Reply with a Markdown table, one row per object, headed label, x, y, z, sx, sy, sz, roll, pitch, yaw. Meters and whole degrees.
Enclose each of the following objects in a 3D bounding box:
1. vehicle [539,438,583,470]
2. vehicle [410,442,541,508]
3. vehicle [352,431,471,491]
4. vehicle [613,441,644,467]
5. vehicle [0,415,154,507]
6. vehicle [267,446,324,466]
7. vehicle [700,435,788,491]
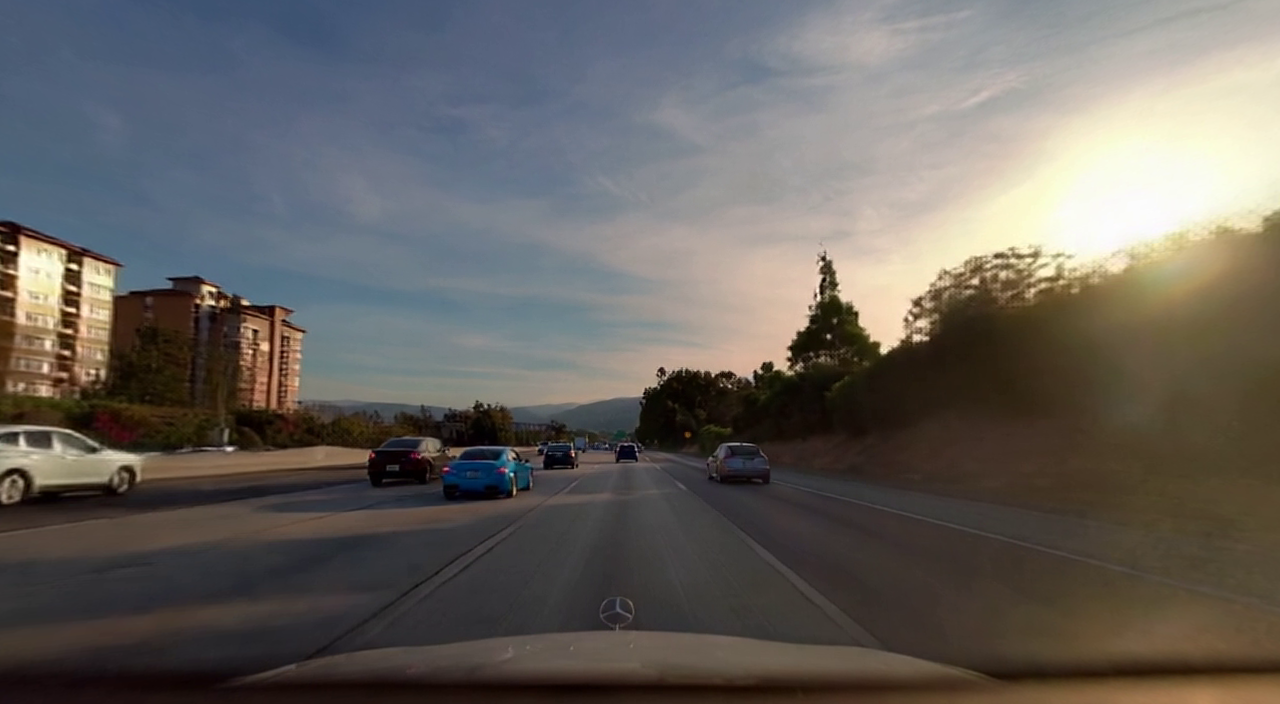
| label | x | y | z | sx | sy | sz | roll | pitch | yaw |
| --- | --- | --- | --- | --- | --- | --- | --- | --- | --- |
| vehicle | -4.610 | 5.995 | 37.351 | 2.044 | 1.774 | 4.329 | 0 | -8 | -1 |
| vehicle | -3.991 | 3.055 | 16.219 | 2.124 | 1.426 | 4.444 | 0 | -9 | 0 |
| vehicle | -7.533 | 3.640 | 21.469 | 2.086 | 1.776 | 5.080 | 0 | -8 | 0 |
| vehicle | -0.772 | 6.865 | 42.717 | 2.053 | 1.650 | 3.945 | 0 | -8 | -1 |
| vehicle | -15.181 | 2.545 | 14.932 | 2.396 | 1.999 | 6.333 | 0 | -8 | -1 |
| vehicle | -26.416 | 7.946 | 48.661 | 1.816 | 1.457 | 4.598 | 0 | -8 | 0 |
| vehicle | 3.306 | 3.644 | 21.122 | 2.061 | 1.658 | 4.417 | 0 | -8 | -2 |
